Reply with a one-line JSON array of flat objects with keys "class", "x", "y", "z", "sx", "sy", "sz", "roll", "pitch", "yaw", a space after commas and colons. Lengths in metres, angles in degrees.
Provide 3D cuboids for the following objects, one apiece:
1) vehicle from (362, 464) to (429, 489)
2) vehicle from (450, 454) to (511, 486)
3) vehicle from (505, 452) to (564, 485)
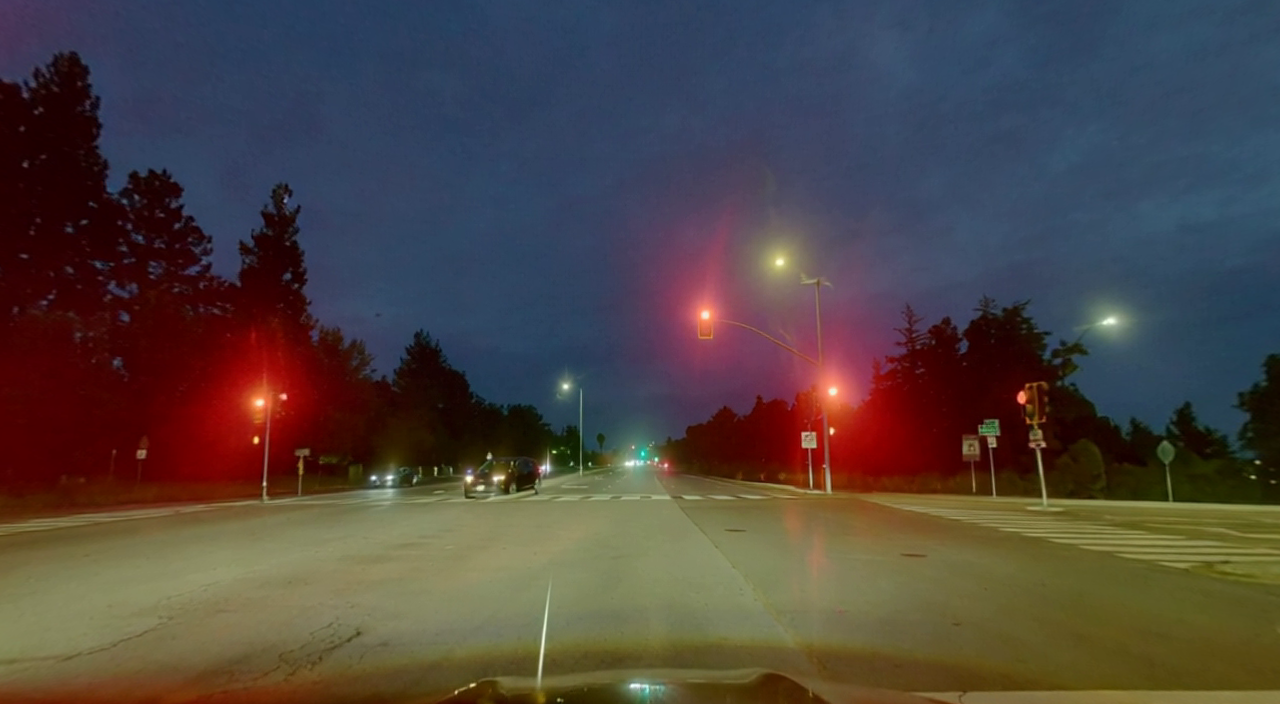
[{"class": "vehicle", "x": -17.230, "y": 8.796, "z": 44.652, "sx": 2.029, "sy": 1.500, "sz": 4.491, "roll": -3, "pitch": -9, "yaw": 18}, {"class": "vehicle", "x": -8.034, "y": 5.978, "z": 32.095, "sx": 1.960, "sy": 1.433, "sz": 4.213, "roll": 0, "pitch": -8, "yaw": 1}, {"class": "vehicle", "x": -5.247, "y": 5.872, "z": 32.104, "sx": 2.107, "sy": 1.456, "sz": 4.728, "roll": 0, "pitch": -8, "yaw": 1}]
